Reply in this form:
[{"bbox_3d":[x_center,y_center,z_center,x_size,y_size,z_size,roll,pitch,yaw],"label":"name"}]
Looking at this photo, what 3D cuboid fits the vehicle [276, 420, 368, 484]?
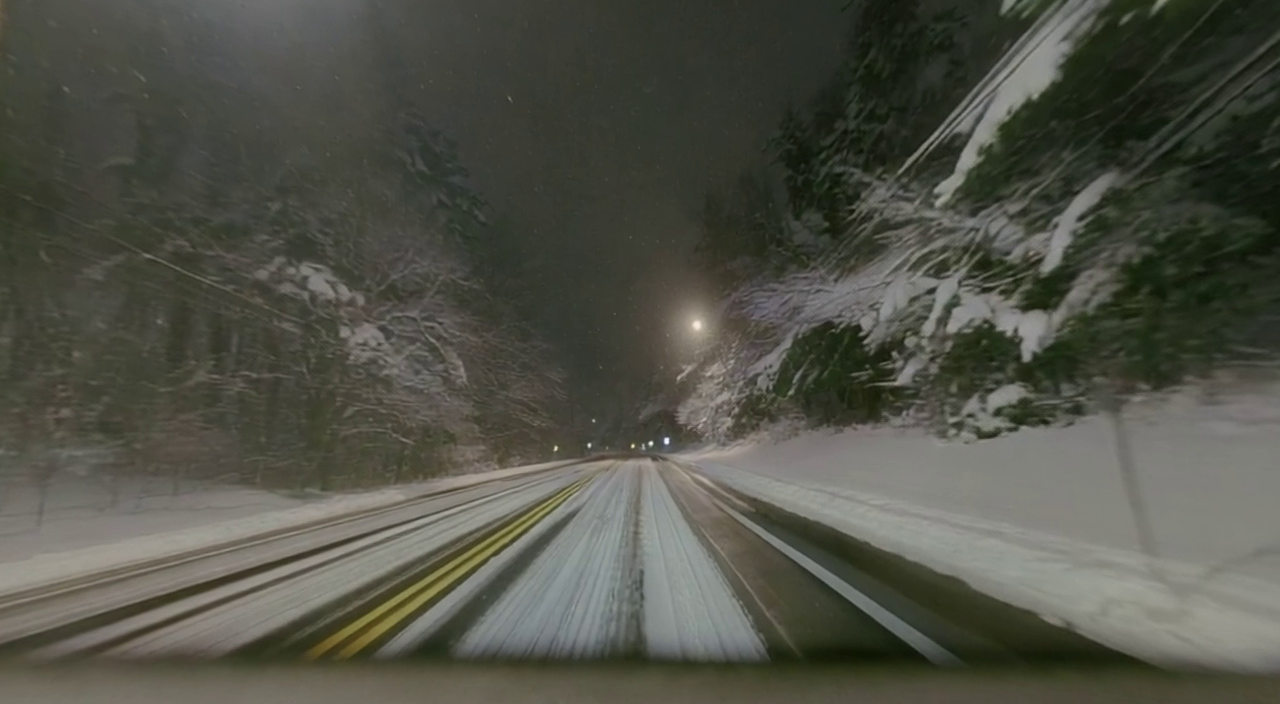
[{"bbox_3d":[-23.213,7.364,46.590,3.118,4.309,6.820,0,-8,0],"label":"vehicle"}]
